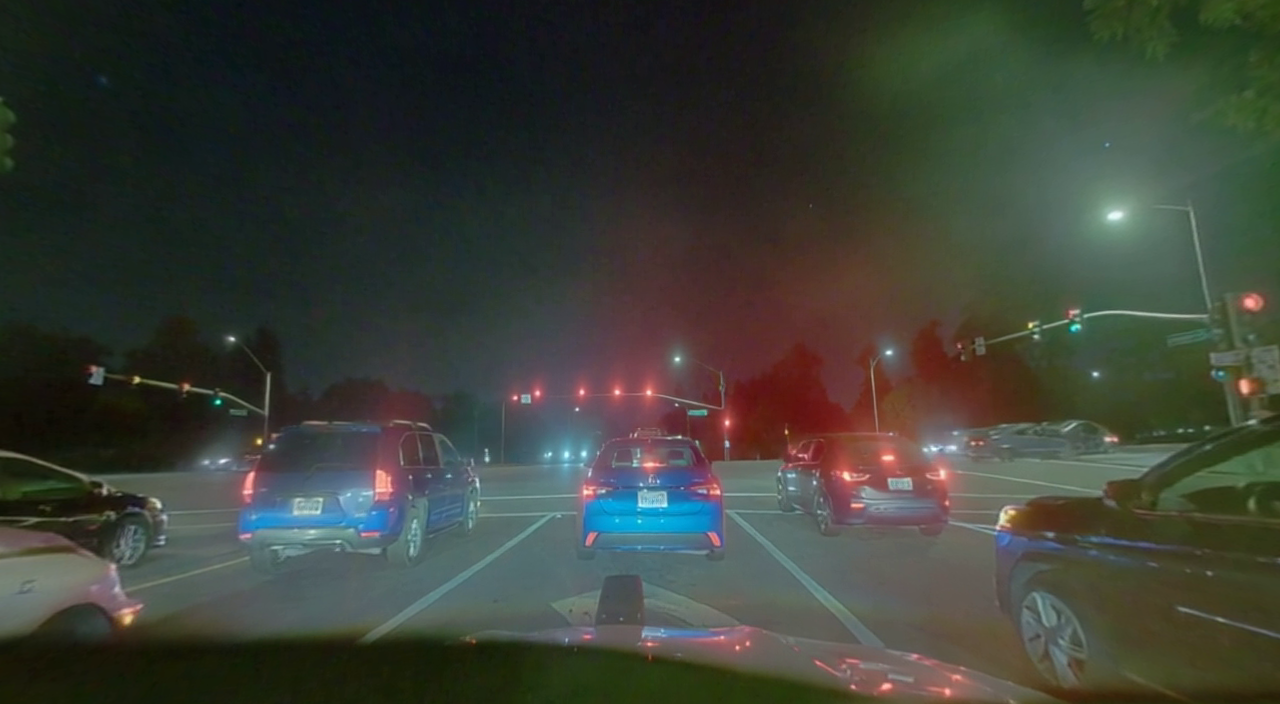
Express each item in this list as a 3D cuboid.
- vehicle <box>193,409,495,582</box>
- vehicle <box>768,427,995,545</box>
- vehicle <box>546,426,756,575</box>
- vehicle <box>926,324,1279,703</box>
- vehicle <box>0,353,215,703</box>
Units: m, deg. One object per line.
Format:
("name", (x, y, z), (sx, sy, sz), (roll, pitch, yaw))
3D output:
("vehicle", (-3.428, 1.747, 8.442), (1.958, 1.693, 4.242), (0, -9, 0))
("vehicle", (3.536, 2.049, 10.300), (1.874, 1.487, 4.404), (0, -9, -1))
("vehicle", (0.052, 1.816, 8.487), (2.114, 1.482, 4.056), (0, -9, -2))
("vehicle", (3.260, 0.818, 2.512), (2.178, 1.691, 4.314), (0, -9, 0))
("vehicle", (-3.345, 0.662, 1.141), (2.034, 1.655, 4.465), (0, -9, 0))
